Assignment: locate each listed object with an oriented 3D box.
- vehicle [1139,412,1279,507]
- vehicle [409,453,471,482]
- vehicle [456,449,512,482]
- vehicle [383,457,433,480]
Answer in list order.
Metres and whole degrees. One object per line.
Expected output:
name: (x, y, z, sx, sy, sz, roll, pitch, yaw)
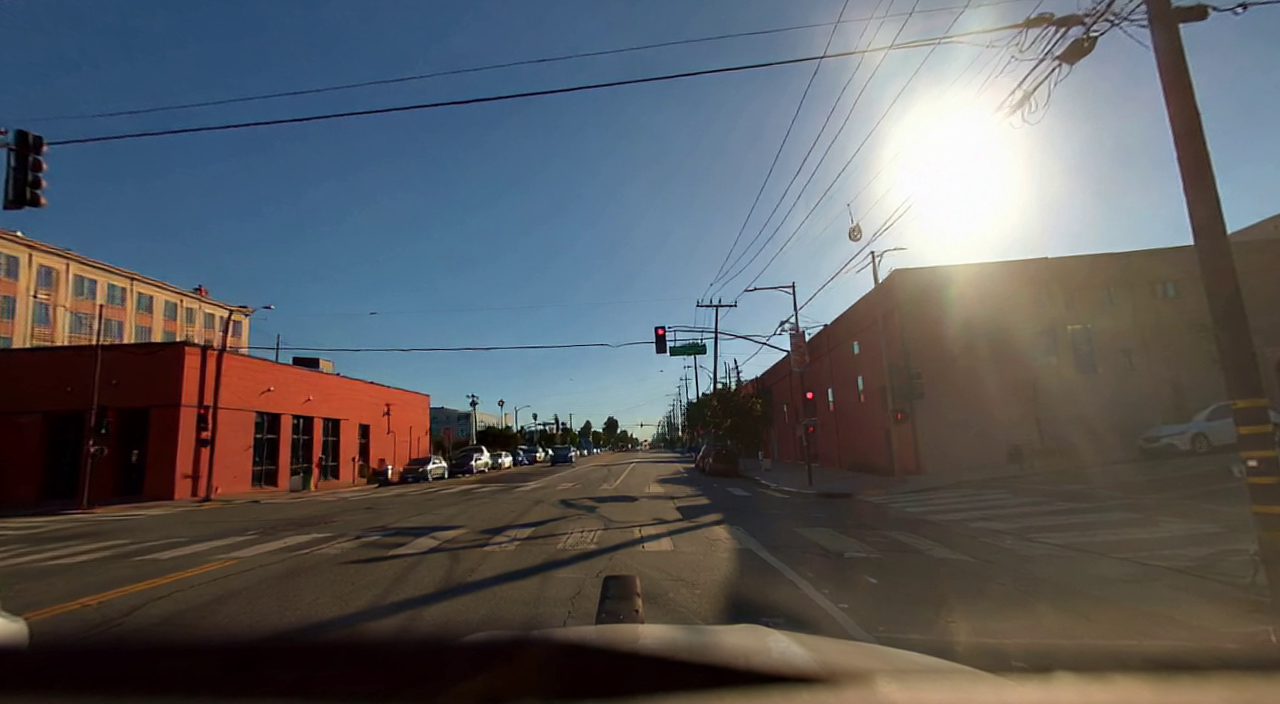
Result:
vehicle: (12.630, 2.152, 12.782, 3.234, 1.746, 1.941, -1, -9, 1)
vehicle: (-11.974, 6.946, 38.050, 1.943, 1.574, 4.727, 0, -9, 3)
vehicle: (-8.733, 6.358, 35.553, 2.020, 1.672, 3.842, 0, -9, 3)
vehicle: (-16.709, 8.369, 45.608, 1.843, 1.494, 4.109, 0, -9, 3)
